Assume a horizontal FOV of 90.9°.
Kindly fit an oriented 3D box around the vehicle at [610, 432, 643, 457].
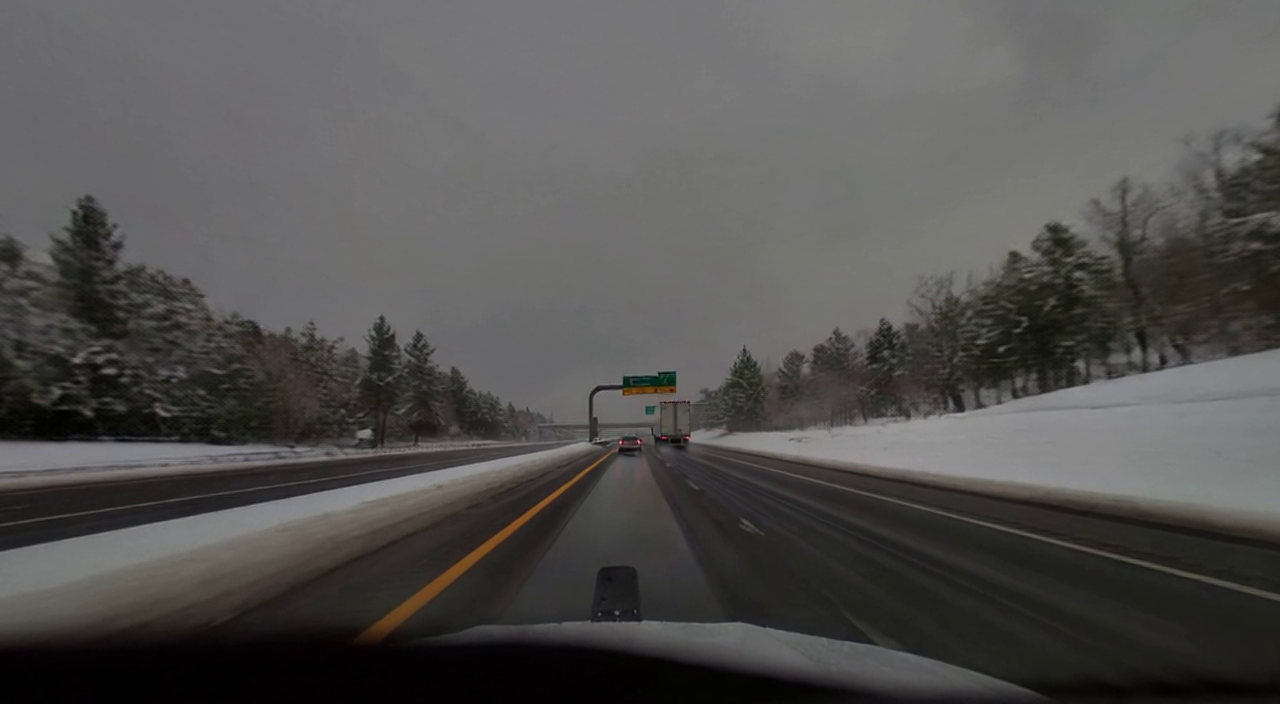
[{"bbox_3d":[-0.856,6.184,42.239,2.095,1.557,3.963,0,-8,0],"label":"vehicle"}]
